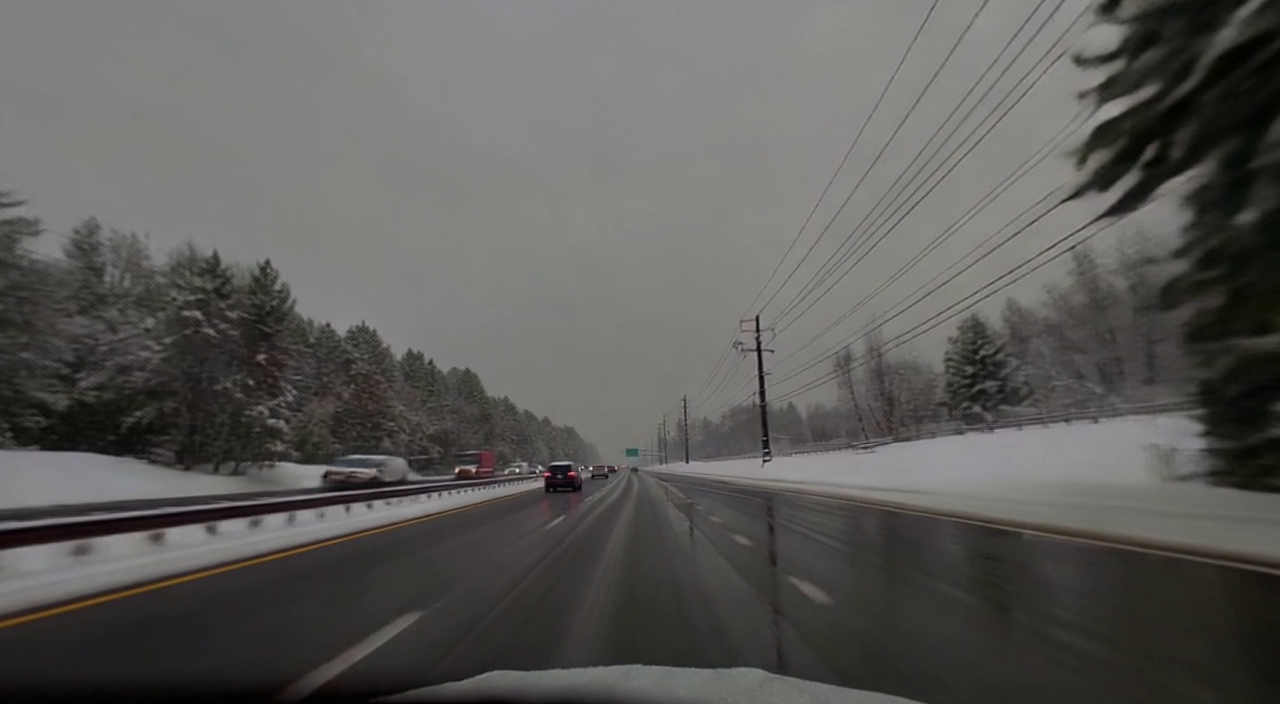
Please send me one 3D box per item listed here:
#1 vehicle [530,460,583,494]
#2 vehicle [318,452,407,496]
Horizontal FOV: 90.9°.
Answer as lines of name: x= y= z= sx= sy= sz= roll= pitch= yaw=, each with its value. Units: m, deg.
vehicle: x=-4.037 y=6.149 z=31.052 sx=1.963 sy=1.501 sz=4.227 roll=1 pitch=-10 yaw=1
vehicle: x=-12.850 y=5.705 z=29.531 sx=2.106 sy=1.829 sz=4.287 roll=1 pitch=-10 yaw=0
